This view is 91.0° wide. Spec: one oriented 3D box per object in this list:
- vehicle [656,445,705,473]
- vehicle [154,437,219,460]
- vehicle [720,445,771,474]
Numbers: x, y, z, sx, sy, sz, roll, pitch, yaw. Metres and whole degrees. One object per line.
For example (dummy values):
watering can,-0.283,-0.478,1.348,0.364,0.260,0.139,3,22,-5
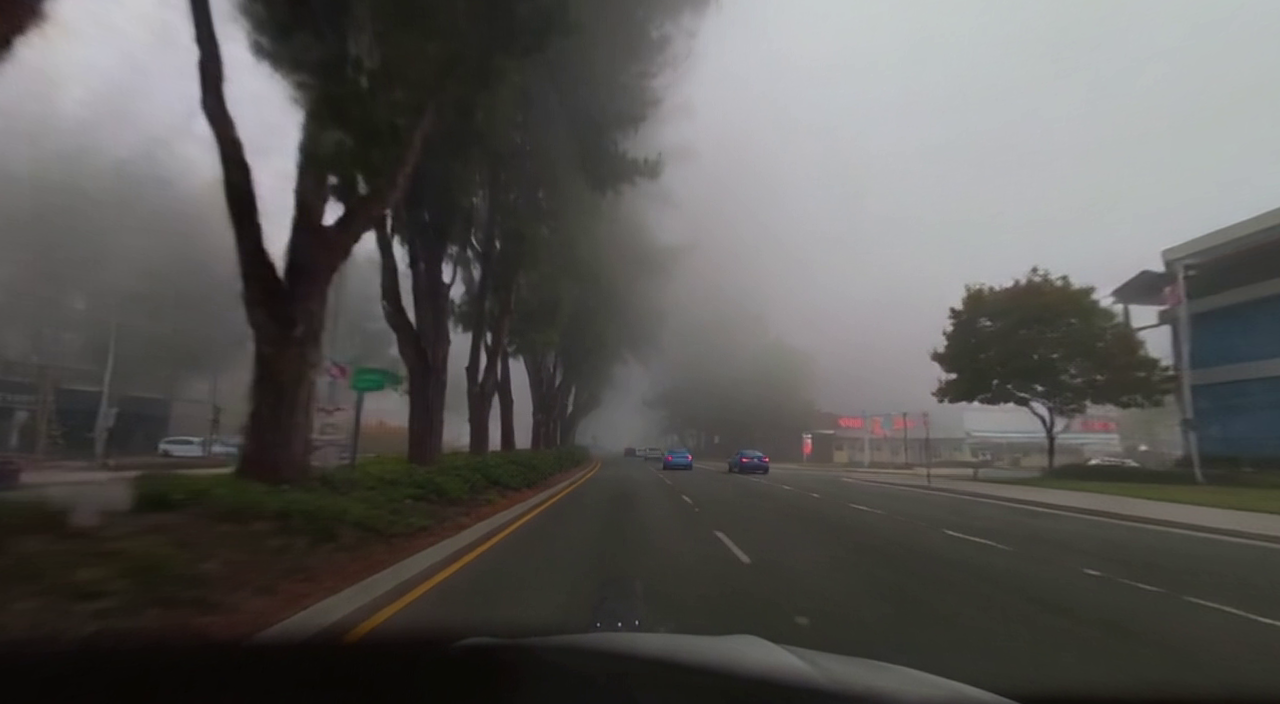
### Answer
vehicle,2.170,5.937,35.156,2.256,1.451,4.313,1,-9,-3
vehicle,-31.190,6.655,43.445,1.752,1.458,3.987,1,-9,-5
vehicle,5.770,5.903,34.796,1.886,1.528,4.169,1,-9,-3
